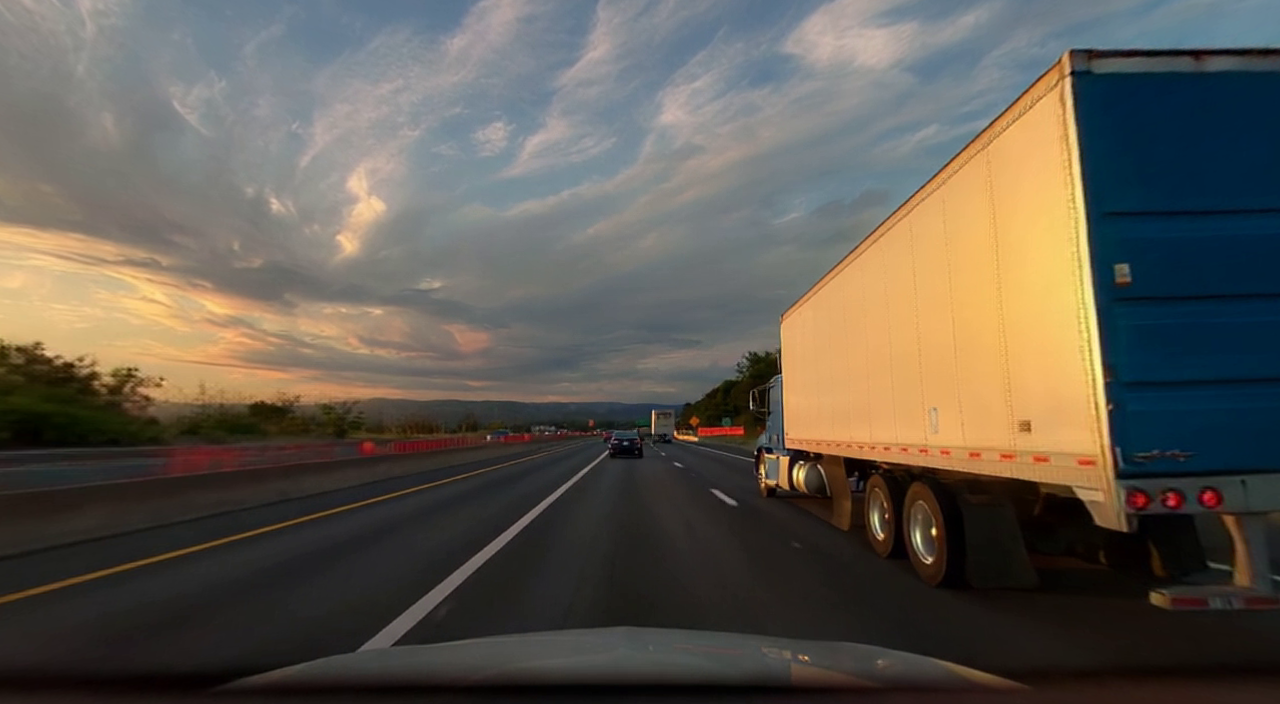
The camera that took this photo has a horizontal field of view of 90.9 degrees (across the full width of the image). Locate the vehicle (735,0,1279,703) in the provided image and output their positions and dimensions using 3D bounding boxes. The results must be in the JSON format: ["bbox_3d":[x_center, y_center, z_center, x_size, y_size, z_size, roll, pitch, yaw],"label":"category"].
[{"bbox_3d":[3.676,0.478,7.932,2.919,3.634,10.888,0,-8,-2],"label":"vehicle"}]

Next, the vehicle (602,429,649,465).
[{"bbox_3d":[-0.647,4.172,27.989,1.929,1.469,3.677,0,-8,-1],"label":"vehicle"}]
